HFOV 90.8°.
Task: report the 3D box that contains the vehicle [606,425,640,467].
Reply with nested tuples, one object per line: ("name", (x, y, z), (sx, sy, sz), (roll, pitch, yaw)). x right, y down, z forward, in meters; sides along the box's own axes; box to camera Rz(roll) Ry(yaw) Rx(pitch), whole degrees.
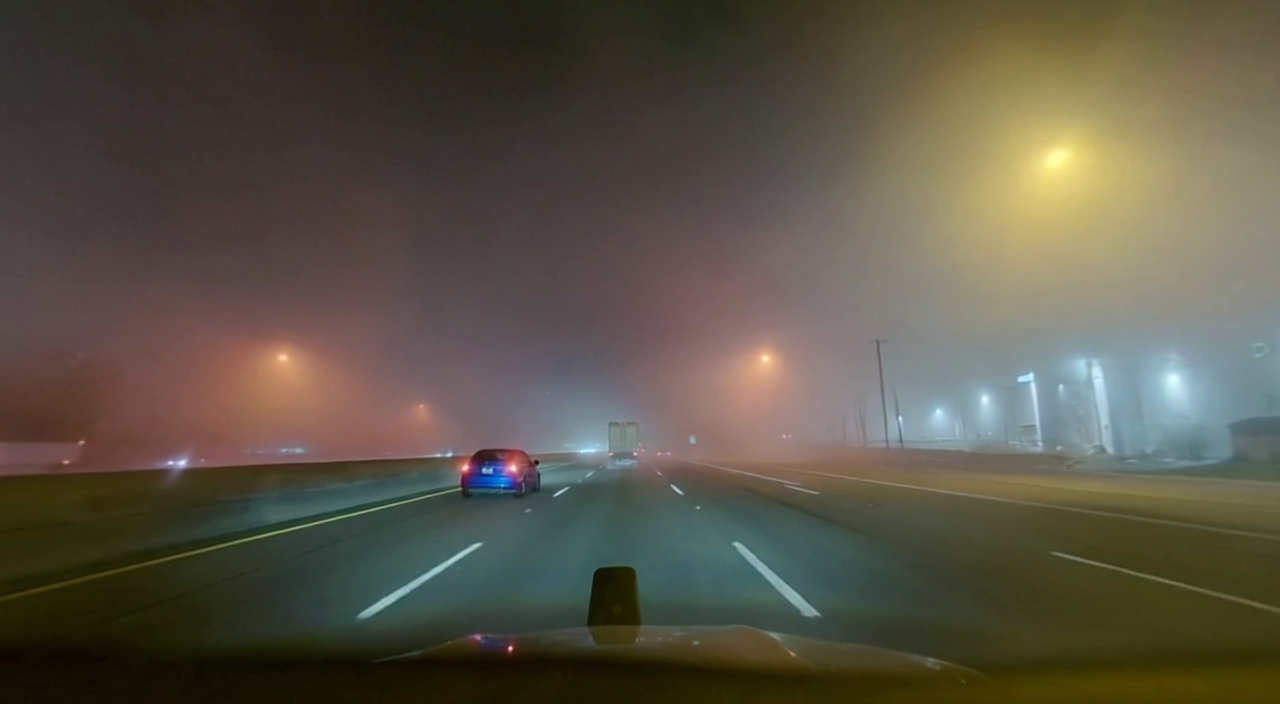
("vehicle", (-1.269, 7.153, 48.020), (2.364, 2.953, 6.495), (0, -9, -1))

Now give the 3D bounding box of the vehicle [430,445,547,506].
("vehicle", (-3.933, 3.265, 17.223), (2.097, 1.447, 4.291), (0, -9, 0))
